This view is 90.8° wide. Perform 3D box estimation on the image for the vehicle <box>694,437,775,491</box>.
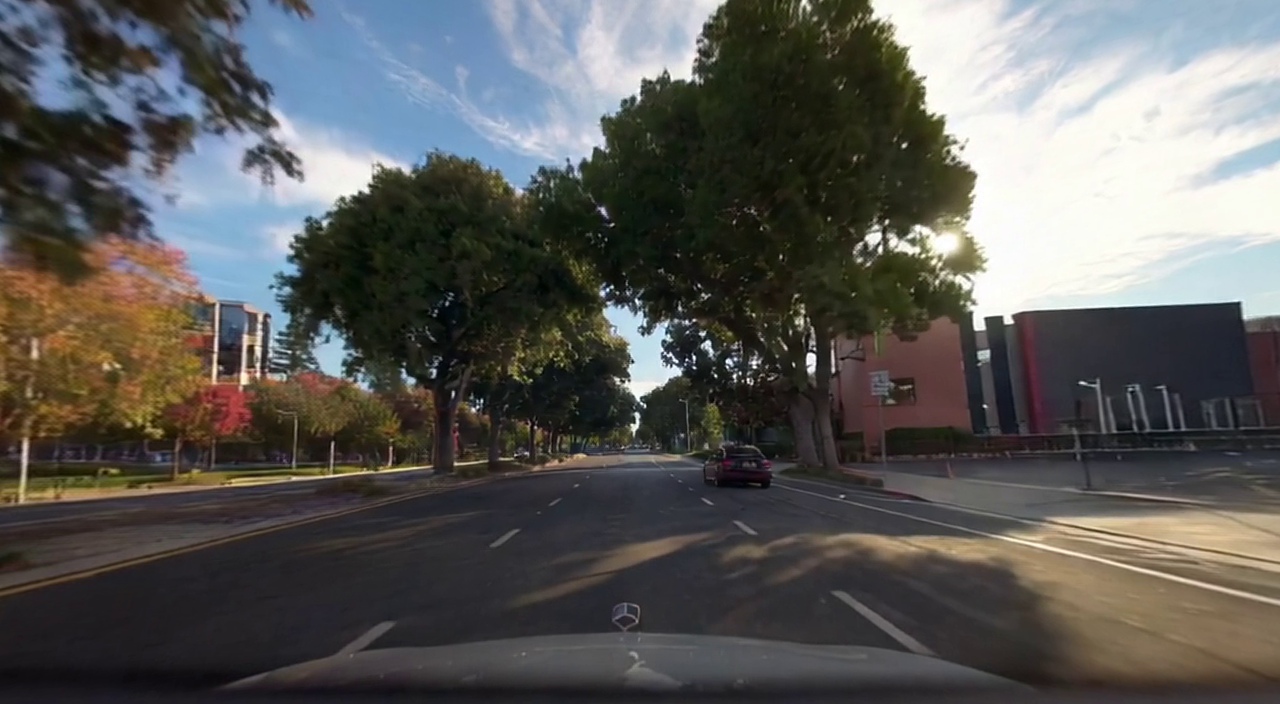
[{"bbox_3d":[3.240,3.942,22.607,2.083,1.743,4.354,0,-8,-2],"label":"vehicle"}]
